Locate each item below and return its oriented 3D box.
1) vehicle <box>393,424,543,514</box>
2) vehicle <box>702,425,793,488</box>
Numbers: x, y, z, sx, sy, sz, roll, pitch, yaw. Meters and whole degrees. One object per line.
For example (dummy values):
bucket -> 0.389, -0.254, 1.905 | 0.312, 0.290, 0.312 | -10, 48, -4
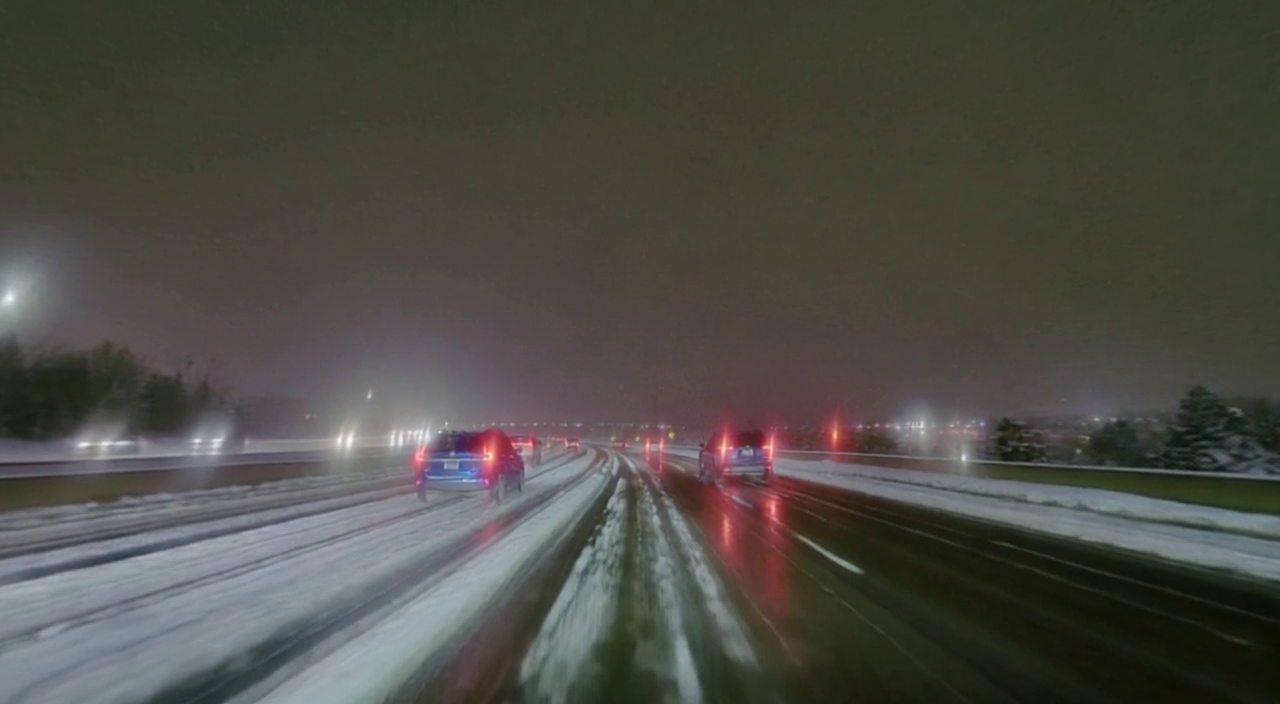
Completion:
vehicle -> -3.719, 2.631, 14.624 | 2.214, 1.743, 4.465 | 0, -9, 0
vehicle -> 3.433, 3.481, 21.186 | 2.153, 1.860, 4.689 | 0, -9, -1
